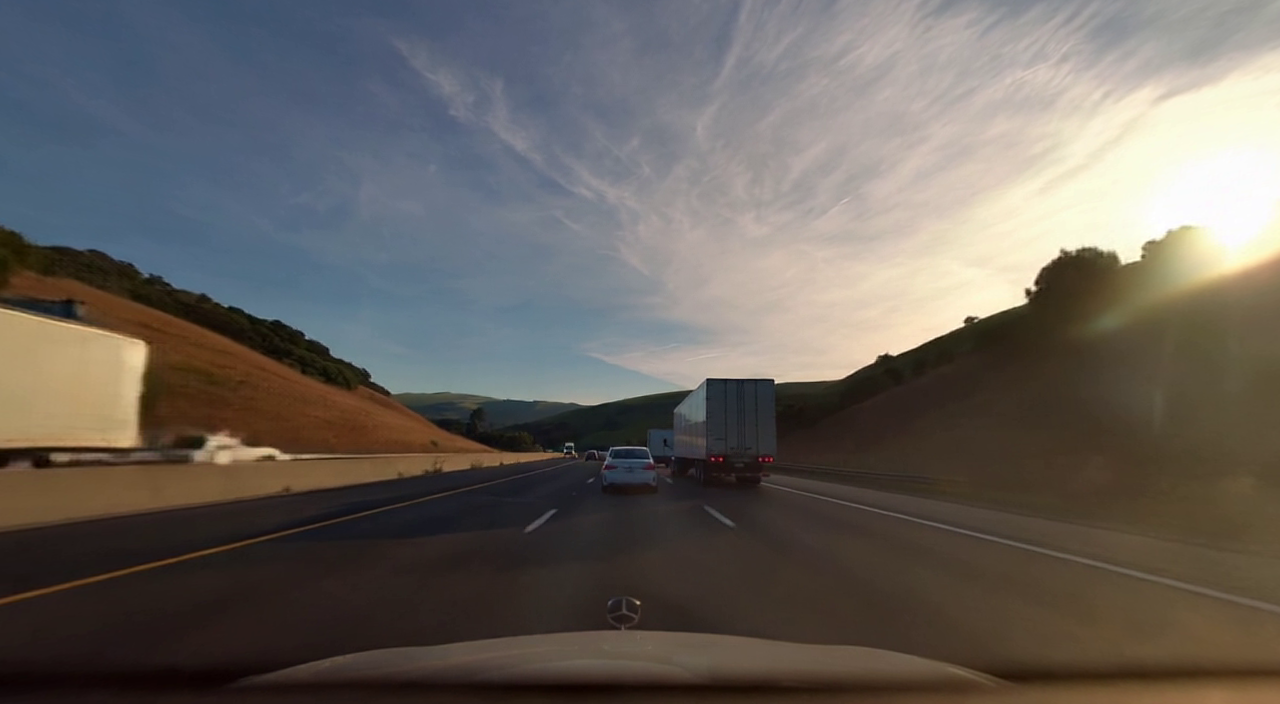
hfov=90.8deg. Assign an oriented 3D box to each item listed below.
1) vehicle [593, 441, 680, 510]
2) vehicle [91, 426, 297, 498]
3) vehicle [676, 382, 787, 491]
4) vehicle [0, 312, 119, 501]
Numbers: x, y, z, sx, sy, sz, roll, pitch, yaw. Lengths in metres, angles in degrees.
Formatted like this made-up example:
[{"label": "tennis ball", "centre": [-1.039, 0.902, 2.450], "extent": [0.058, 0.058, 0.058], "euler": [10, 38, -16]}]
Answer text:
[{"label": "vehicle", "centre": [-0.116, 3.284, 17.204], "extent": [2.109, 1.639, 3.768], "euler": [0, -9, -1]}, {"label": "vehicle", "centre": [-11.684, 2.927, 17.090], "extent": [2.105, 1.656, 4.746], "euler": [0, -9, 0]}, {"label": "vehicle", "centre": [3.801, 4.210, 30.520], "extent": [2.812, 4.024, 14.098], "euler": [0, -9, -2]}, {"label": "vehicle", "centre": [-15.228, 0.469, 9.118], "extent": [2.920, 4.044, 14.872], "euler": [0, -9, -1]}]
